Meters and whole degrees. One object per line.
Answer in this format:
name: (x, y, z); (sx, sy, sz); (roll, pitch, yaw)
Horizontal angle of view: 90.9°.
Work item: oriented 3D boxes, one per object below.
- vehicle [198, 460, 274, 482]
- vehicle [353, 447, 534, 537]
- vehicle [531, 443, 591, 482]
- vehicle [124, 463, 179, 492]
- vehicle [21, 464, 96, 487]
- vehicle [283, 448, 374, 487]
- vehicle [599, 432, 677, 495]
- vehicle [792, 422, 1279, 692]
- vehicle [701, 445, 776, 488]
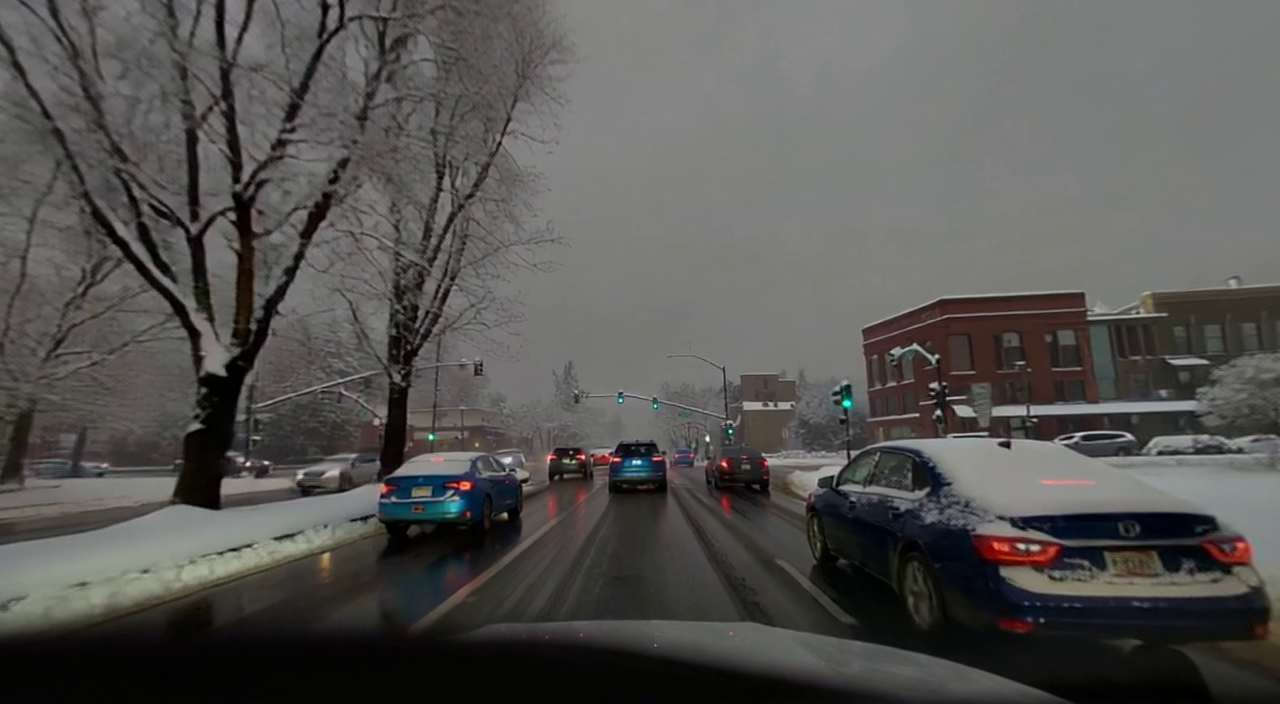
vehicle: (-29.663, 8.719, 46.323); (4.488, 1.445, 2.098); (-2, -9, 13)
vehicle: (-3.434, 2.504, 11.926); (2.115, 1.369, 3.908); (0, -8, 1)
vehicle: (-3.463, 4.938, 28.502); (2.130, 1.645, 3.995); (0, -8, 1)
vehicle: (-28.974, 7.392, 37.316); (1.921, 1.452, 4.549); (8, -12, -44)
vehicle: (-42.432, 8.956, 45.979); (4.552, 1.492, 1.882); (-3, -9, 17)
vehicle: (-15.992, 5.919, 32.688); (2.205, 1.795, 4.757); (0, -8, 1)
vehicle: (-0.061, 3.716, 21.478); (2.361, 1.898, 4.465); (0, -8, 0)
vehicle: (2.988, 1.467, 5.805); (2.052, 1.475, 4.540); (0, -8, 0)
vehicle: (3.590, 4.260, 23.828); (2.058, 1.472, 4.317); (0, -8, -1)
